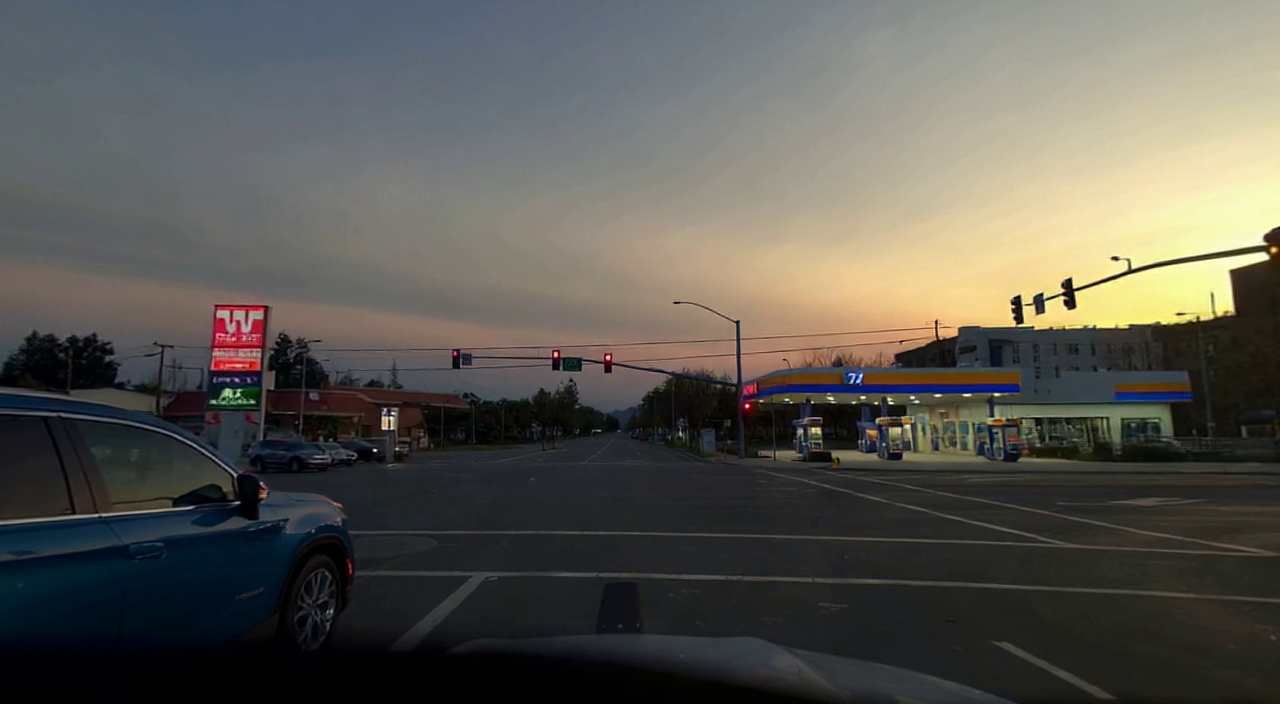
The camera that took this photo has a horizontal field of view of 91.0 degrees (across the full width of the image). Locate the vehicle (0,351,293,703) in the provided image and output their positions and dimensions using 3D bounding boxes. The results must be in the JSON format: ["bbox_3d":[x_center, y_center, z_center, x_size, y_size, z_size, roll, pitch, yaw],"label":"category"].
[{"bbox_3d":[-3.440,0.806,2.061,2.053,1.690,4.364,0,-9,1],"label":"vehicle"}]

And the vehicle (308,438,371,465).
[{"bbox_3d":[-20.496,6.807,43.177,2.004,1.699,4.486,0,-9,0],"label":"vehicle"}]
